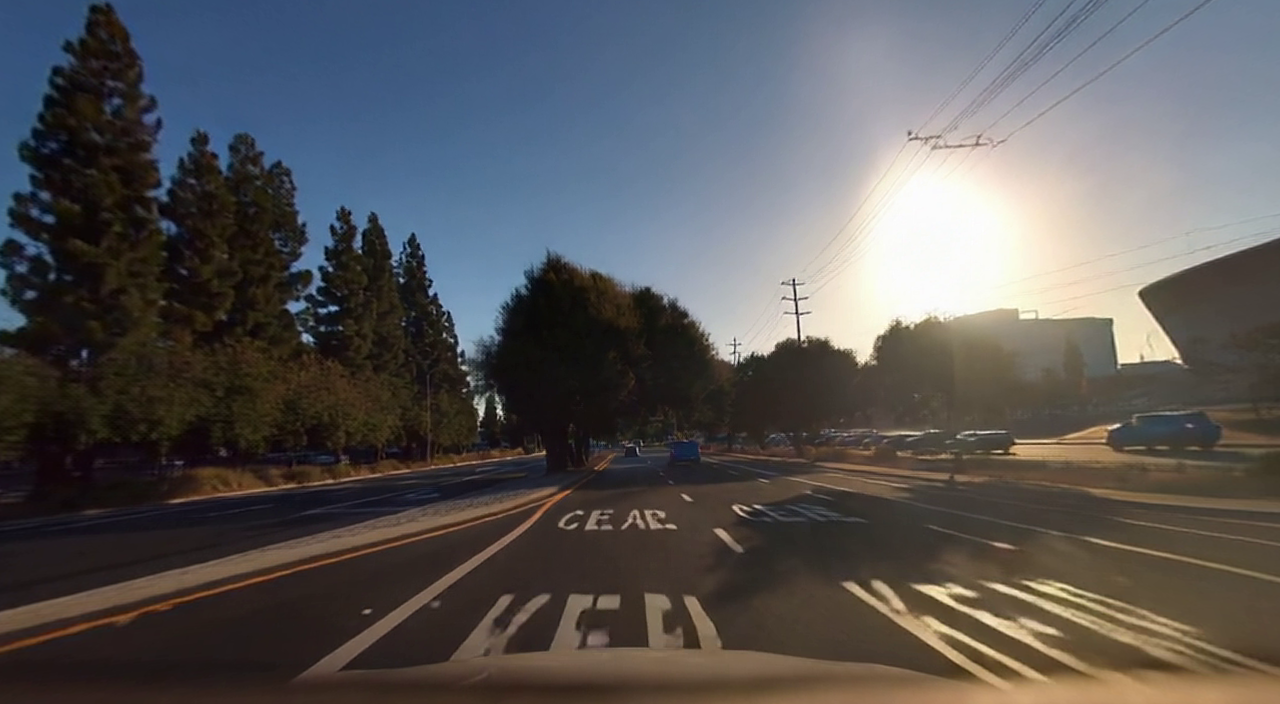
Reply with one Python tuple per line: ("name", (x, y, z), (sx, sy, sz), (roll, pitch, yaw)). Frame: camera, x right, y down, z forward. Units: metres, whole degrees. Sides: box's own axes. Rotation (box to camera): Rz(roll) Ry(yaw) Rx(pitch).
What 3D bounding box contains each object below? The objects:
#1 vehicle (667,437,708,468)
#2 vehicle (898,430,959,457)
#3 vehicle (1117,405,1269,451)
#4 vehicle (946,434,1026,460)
("vehicle", (2.948, 6.351, 40.000), (2.086, 1.803, 4.607), (0, -8, -2))
("vehicle", (20.045, 6.411, 44.085), (1.983, 1.730, 4.563), (0, -8, -2))
("vehicle", (29.482, 4.180, 34.116), (2.406, 2.215, 6.315), (0, -8, 0))
("vehicle", (20.050, 5.534, 36.882), (1.980, 1.423, 4.793), (0, -8, 0))
